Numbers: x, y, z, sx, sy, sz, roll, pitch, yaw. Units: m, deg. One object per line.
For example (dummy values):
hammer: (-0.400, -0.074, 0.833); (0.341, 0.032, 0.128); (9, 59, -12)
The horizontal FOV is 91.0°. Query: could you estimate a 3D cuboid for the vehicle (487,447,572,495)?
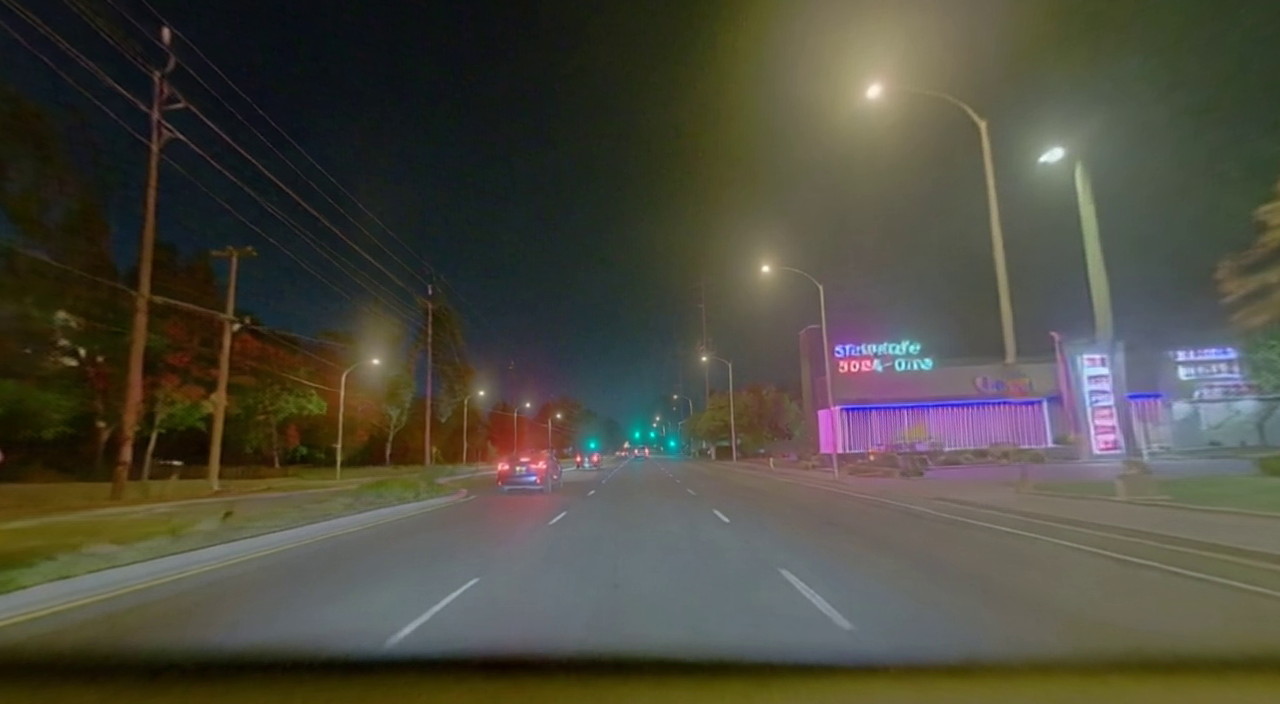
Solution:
vehicle: (-3.601, 3.961, 21.399); (2.076, 1.444, 4.328); (0, -9, 0)
